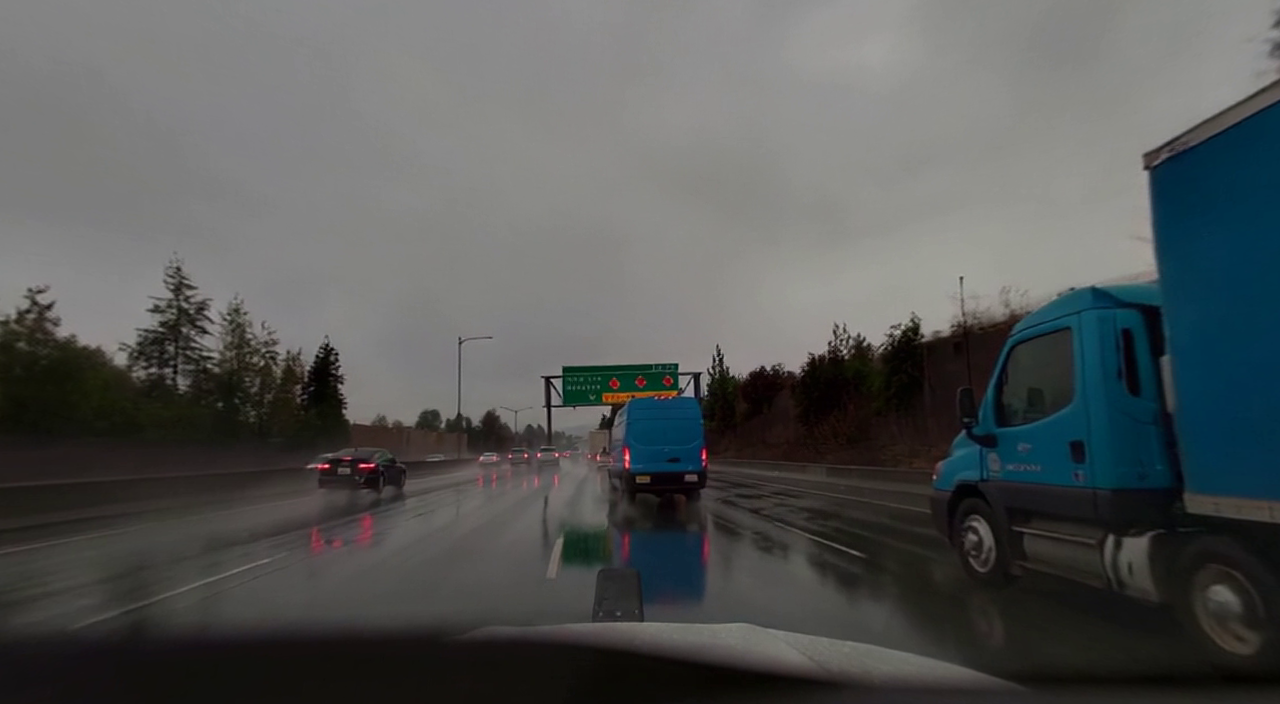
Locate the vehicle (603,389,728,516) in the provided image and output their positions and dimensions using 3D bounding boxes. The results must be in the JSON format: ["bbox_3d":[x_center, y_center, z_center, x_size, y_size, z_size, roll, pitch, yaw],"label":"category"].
[{"bbox_3d":[0.365,2.420,15.307,2.268,2.551,5.144,1,-9,-6],"label":"vehicle"}]

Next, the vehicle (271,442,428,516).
[{"bbox_3d":[-6.776,2.976,15.248,2.003,1.498,4.386,0,-9,-5],"label":"vehicle"}]

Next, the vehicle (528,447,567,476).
[{"bbox_3d":[-5.179,6.175,35.566,2.002,1.536,4.021,1,-9,-6],"label":"vehicle"}]

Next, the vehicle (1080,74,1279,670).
[{"bbox_3d":[5.454,-0.387,0.553,2.800,3.507,9.244,0,-9,-4],"label":"vehicle"}]

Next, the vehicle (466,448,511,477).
[{"bbox_3d":[-8.411,6.160,35.145,2.026,1.506,4.102,1,-9,-7],"label":"vehicle"}]
